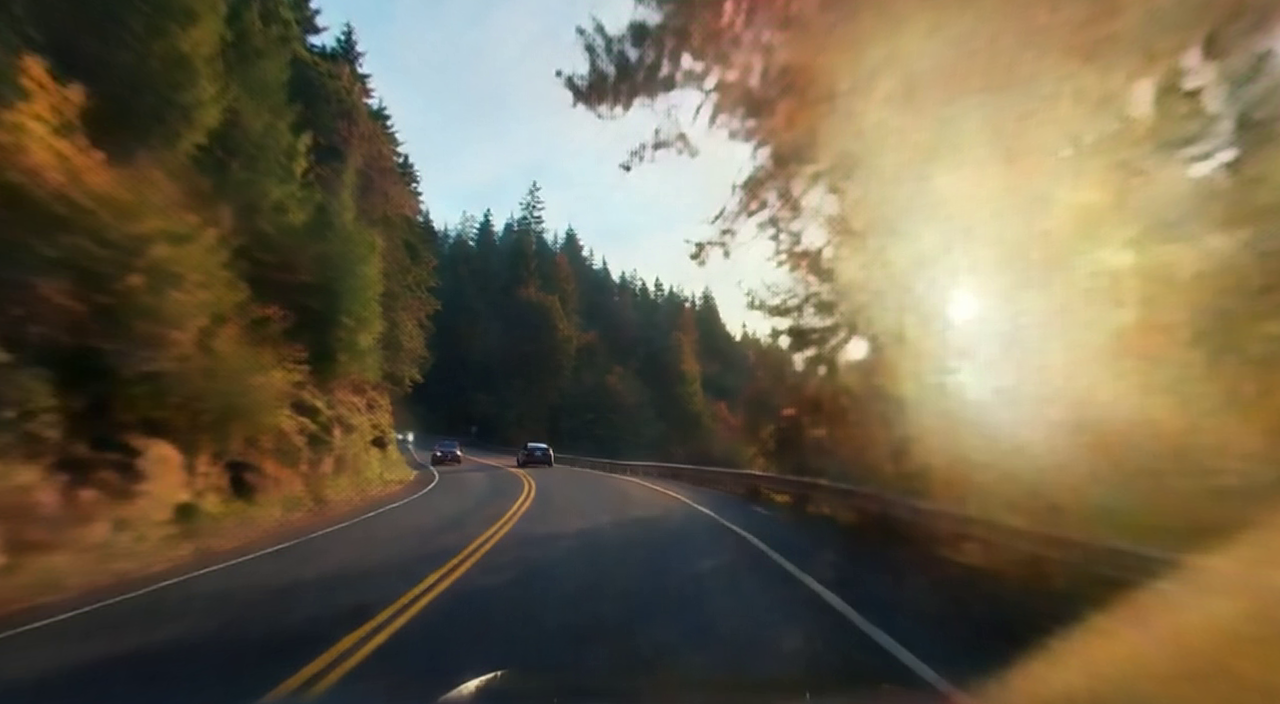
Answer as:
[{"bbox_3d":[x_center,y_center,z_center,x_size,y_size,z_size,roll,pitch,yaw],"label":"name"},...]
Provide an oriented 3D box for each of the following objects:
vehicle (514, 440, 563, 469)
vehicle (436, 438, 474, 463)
[{"bbox_3d":[-5.783,5.756,35.480,2.120,1.491,4.349,3,-9,-16],"label":"vehicle"},{"bbox_3d":[-12.705,6.703,43.126,2.167,1.602,4.548,3,-9,-20],"label":"vehicle"}]
